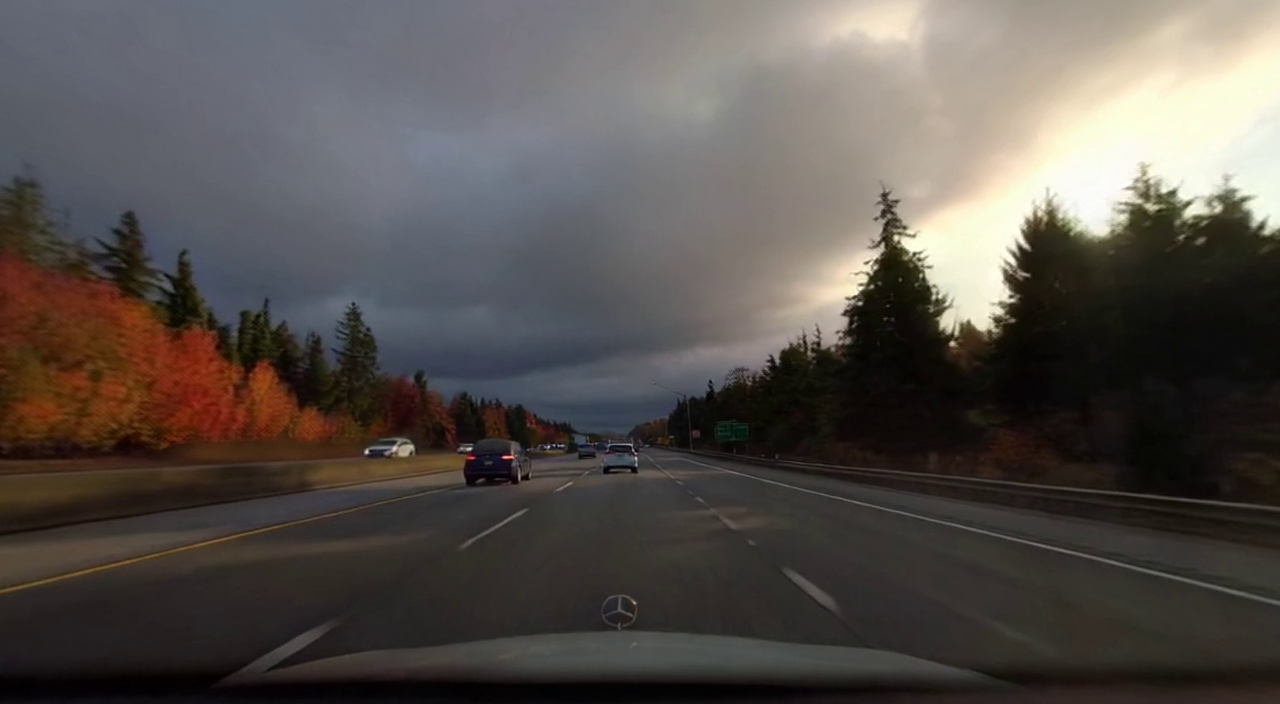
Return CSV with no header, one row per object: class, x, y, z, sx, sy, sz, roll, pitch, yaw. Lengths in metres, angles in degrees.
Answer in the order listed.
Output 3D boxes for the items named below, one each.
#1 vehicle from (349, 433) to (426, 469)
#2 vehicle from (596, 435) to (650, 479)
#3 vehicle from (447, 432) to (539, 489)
vehicle,-12.669,5.020,31.740,2.032,1.672,4.515,-1,-9,0
vehicle,-0.700,4.395,26.385,2.115,1.661,4.049,0,-9,-1
vehicle,-4.814,3.642,21.285,1.974,1.688,4.727,-1,-9,0
